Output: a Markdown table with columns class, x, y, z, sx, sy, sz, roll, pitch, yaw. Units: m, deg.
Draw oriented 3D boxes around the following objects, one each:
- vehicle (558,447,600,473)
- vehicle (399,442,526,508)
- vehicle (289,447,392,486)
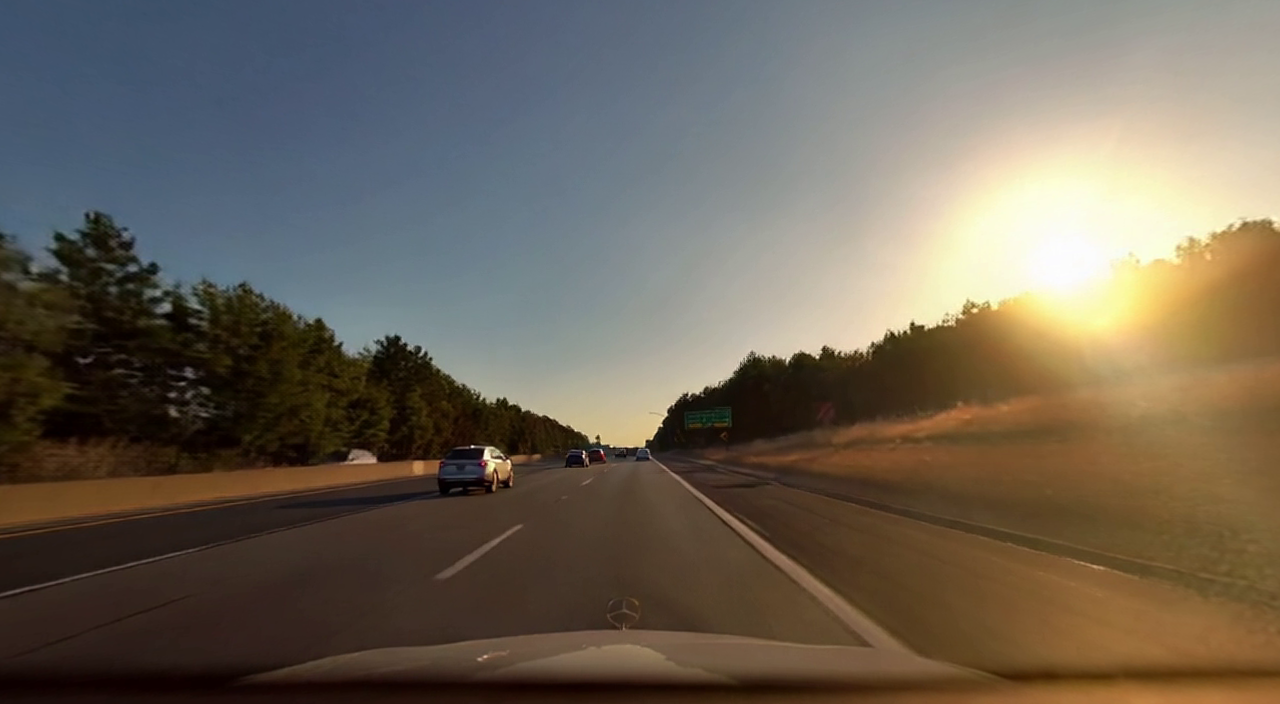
| class | x | y | z | sx | sy | sz | roll | pitch | yaw |
| --- | --- | --- | --- | --- | --- | --- | --- | --- | --- |
| vehicle | -3.537 | 6.355 | 37.223 | 2.005 | 1.474 | 3.921 | 0 | -9 | 1 |
| vehicle | -4.503 | 3.190 | 16.816 | 1.975 | 1.501 | 4.603 | 0 | -9 | 1 |
| vehicle | -13.470 | 5.161 | 28.817 | 2.009 | 1.590 | 5.425 | 0 | -9 | 0 |
